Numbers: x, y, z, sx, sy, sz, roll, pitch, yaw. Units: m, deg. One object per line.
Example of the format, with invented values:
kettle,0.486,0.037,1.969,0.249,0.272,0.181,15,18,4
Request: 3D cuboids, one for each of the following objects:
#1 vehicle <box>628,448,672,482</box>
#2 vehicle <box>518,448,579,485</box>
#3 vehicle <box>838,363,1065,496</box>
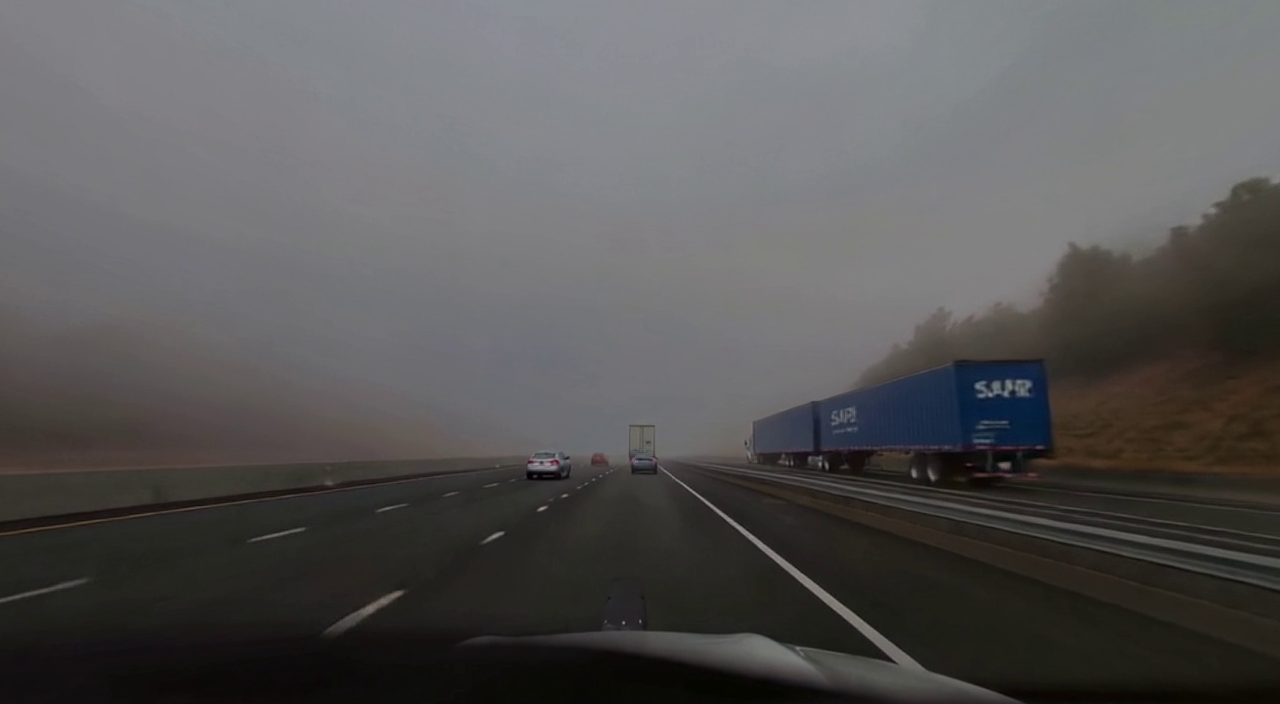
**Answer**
vehicle,0.435,5.336,29.974,1.991,1.507,3.391,0,-9,-1
vehicle,-3.991,5.061,28.232,2.018,1.504,4.431,0,-9,1
vehicle,11.802,3.448,26.458,2.926,4.094,13.856,0,-9,2
